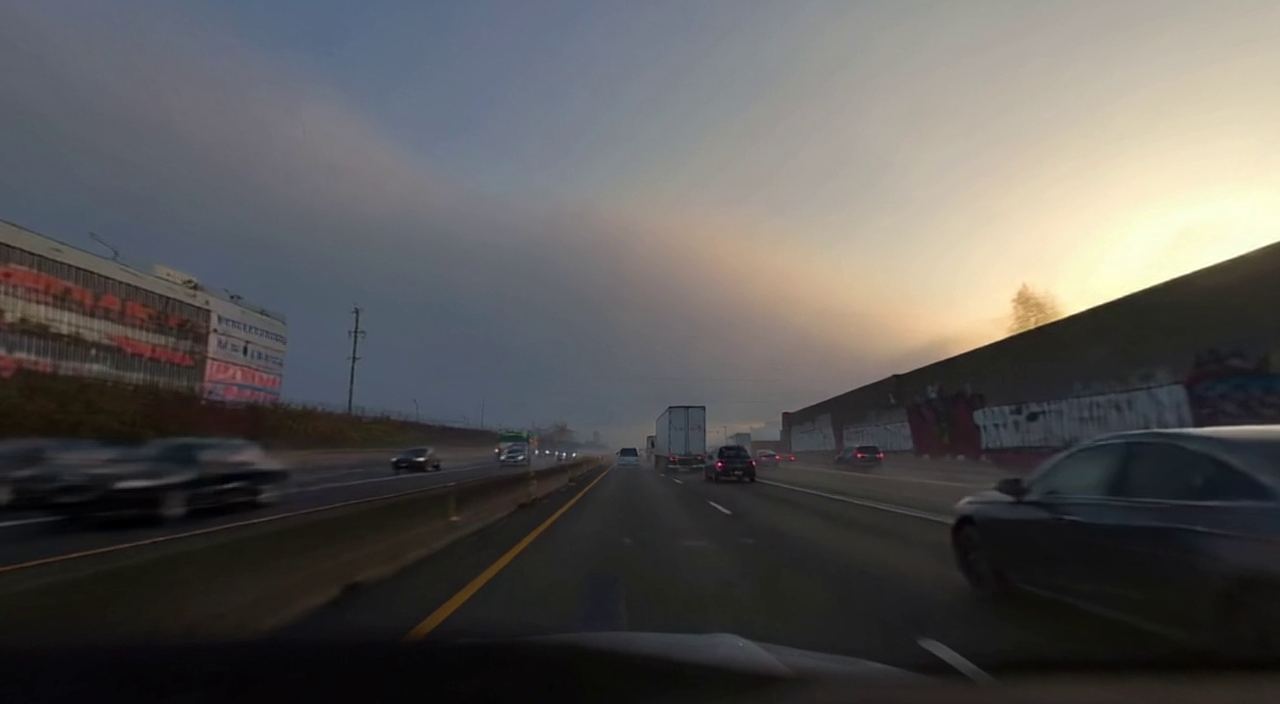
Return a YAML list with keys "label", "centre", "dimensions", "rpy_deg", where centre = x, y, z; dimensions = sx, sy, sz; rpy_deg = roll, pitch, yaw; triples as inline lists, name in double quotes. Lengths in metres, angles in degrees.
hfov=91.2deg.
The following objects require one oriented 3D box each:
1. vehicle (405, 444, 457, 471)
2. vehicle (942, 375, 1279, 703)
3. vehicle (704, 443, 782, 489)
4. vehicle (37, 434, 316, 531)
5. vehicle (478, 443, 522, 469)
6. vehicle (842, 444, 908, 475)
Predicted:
- label: "vehicle"
  centre: [-12.874, 6.502, 38.897]
  dimensions: [1.856, 1.548, 4.007]
  rpy_deg: [0, -9, 0]
- label: "vehicle"
  centre: [3.700, 0.974, 3.075]
  dimensions: [2.045, 1.605, 4.674]
  rpy_deg: [0, -9, -1]
- label: "vehicle"
  centre: [3.834, 4.326, 24.155]
  dimensions: [2.085, 1.588, 4.436]
  rpy_deg: [0, -9, -2]
- label: "vehicle"
  centre: [-8.334, 2.363, 11.961]
  dimensions: [1.895, 1.483, 4.494]
  rpy_deg: [0, -9, 0]
- label: "vehicle"
  centre: [-9.006, 6.731, 40.635]
  dimensions: [1.933, 1.553, 4.112]
  rpy_deg: [0, -9, -1]
- label: "vehicle"
  centre: [13.564, 6.220, 36.455]
  dimensions: [2.107, 1.648, 4.324]
  rpy_deg: [0, -9, 0]
